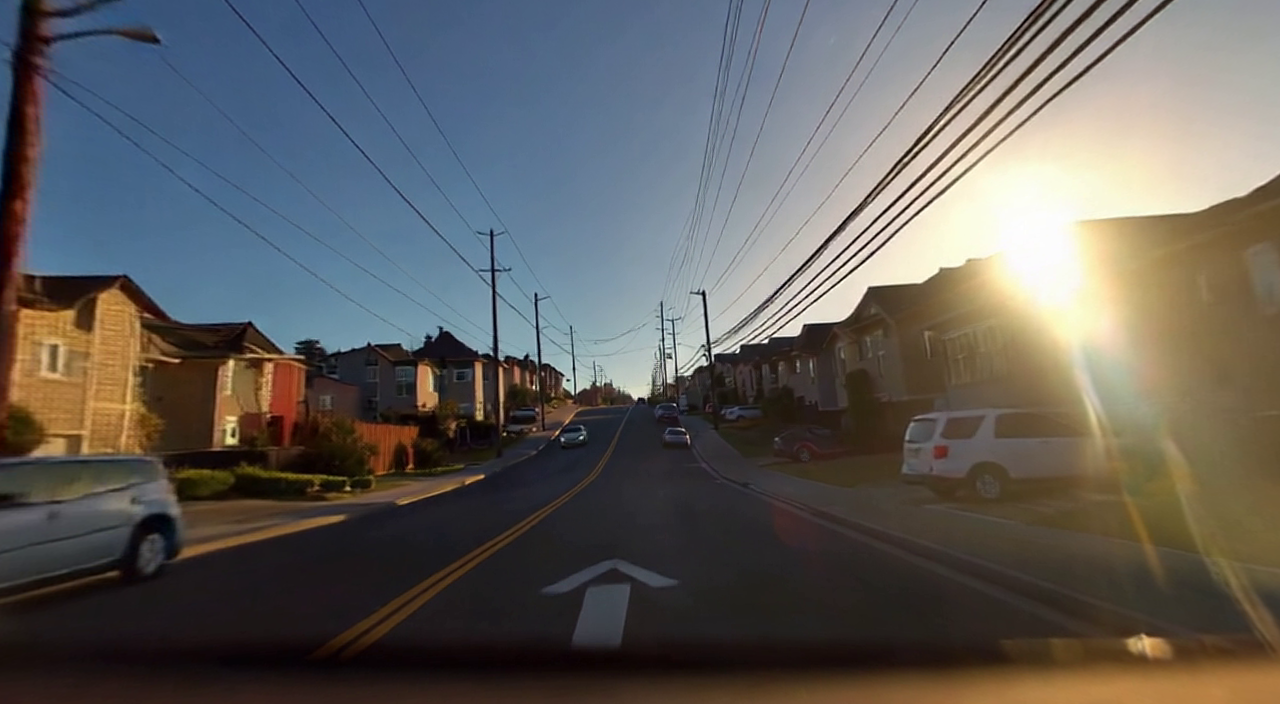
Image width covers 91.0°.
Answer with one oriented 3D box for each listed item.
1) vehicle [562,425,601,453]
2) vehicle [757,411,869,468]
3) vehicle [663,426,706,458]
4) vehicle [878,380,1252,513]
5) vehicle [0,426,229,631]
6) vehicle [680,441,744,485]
[{"bbox_3d":[-3.965,5.966,43.305,2.096,1.542,4.481,-1,-4,1],"label":"vehicle"},{"bbox_3d":[7.799,3.997,28.697,4.286,2.044,1.913,-6,-9,-1],"label":"vehicle"},{"bbox_3d":[2.688,5.576,39.329,2.211,1.860,4.813,0,-7,-1],"label":"vehicle"},{"bbox_3d":[7.855,1.821,12.162,5.512,1.846,2.115,-5,-9,1],"label":"vehicle"},{"bbox_3d":[-6.699,1.742,6.289,2.156,1.764,4.410,-3,-11,0],"label":"vehicle"},{"bbox_3d":[2.694,4.264,24.430,2.063,1.503,4.415,-1,-9,1],"label":"vehicle"}]
